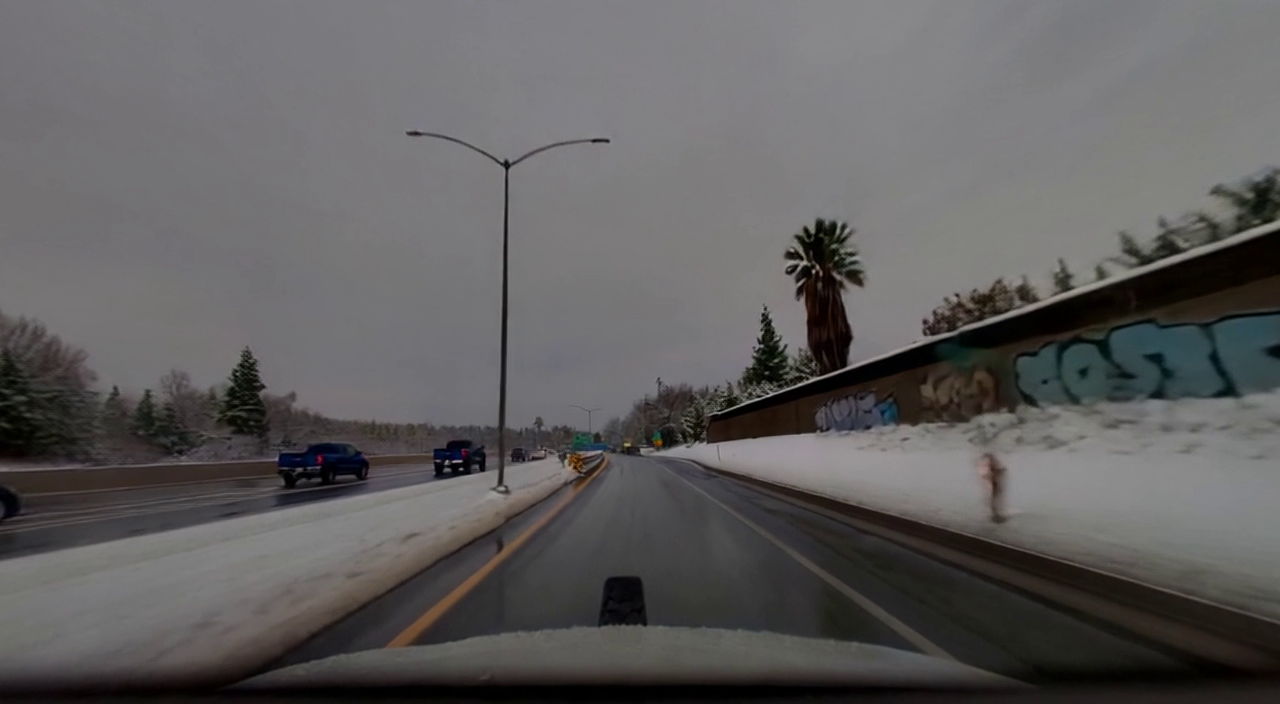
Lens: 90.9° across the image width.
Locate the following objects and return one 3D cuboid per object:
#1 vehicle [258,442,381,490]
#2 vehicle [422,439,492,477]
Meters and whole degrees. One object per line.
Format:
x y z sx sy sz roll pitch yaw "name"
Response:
-13.961 4.986 28.022 2.272 1.882 5.941 0 -9 1 "vehicle"
-10.354 6.028 36.220 2.342 1.999 5.594 0 -9 0 "vehicle"
